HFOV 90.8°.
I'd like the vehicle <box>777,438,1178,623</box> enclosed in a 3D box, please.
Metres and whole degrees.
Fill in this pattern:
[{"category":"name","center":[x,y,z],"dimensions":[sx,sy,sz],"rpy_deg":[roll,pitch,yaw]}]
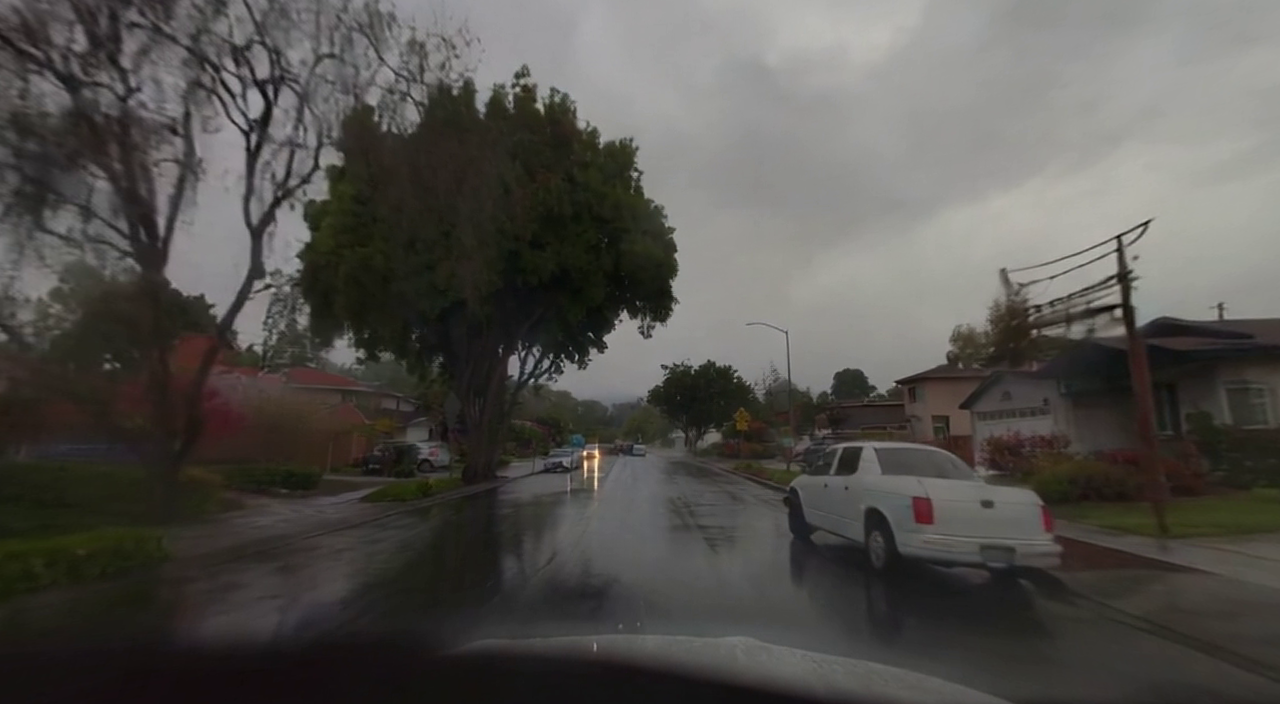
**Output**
[{"category":"vehicle","center":[3.107,1.710,7.136],"dimensions":[2.043,1.411,4.331],"rpy_deg":[0,-8,-2]}]

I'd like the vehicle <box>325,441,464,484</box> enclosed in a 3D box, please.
[{"category":"vehicle","center":[-10.154,4.595,26.409],"dimensions":[4.933,1.547,2.125],"rpy_deg":[-2,-8,1]}]

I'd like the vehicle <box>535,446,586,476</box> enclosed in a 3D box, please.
[{"category":"vehicle","center":[-4.201,5.829,34.087],"dimensions":[1.987,1.459,4.473],"rpy_deg":[-1,-8,2]}]
